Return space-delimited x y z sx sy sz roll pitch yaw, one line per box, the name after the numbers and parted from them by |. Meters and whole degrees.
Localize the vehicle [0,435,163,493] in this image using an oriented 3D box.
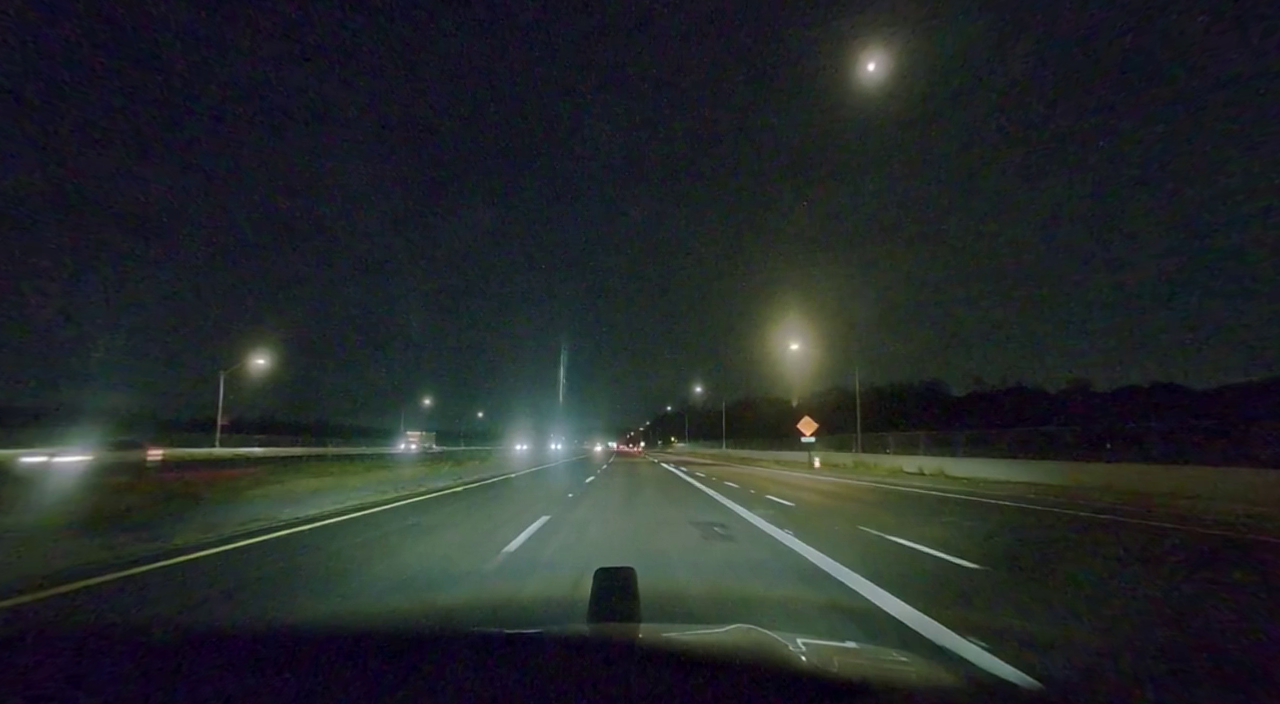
-16.898 3.225 18.577 1.978 1.483 4.662 0 -8 0 | vehicle
